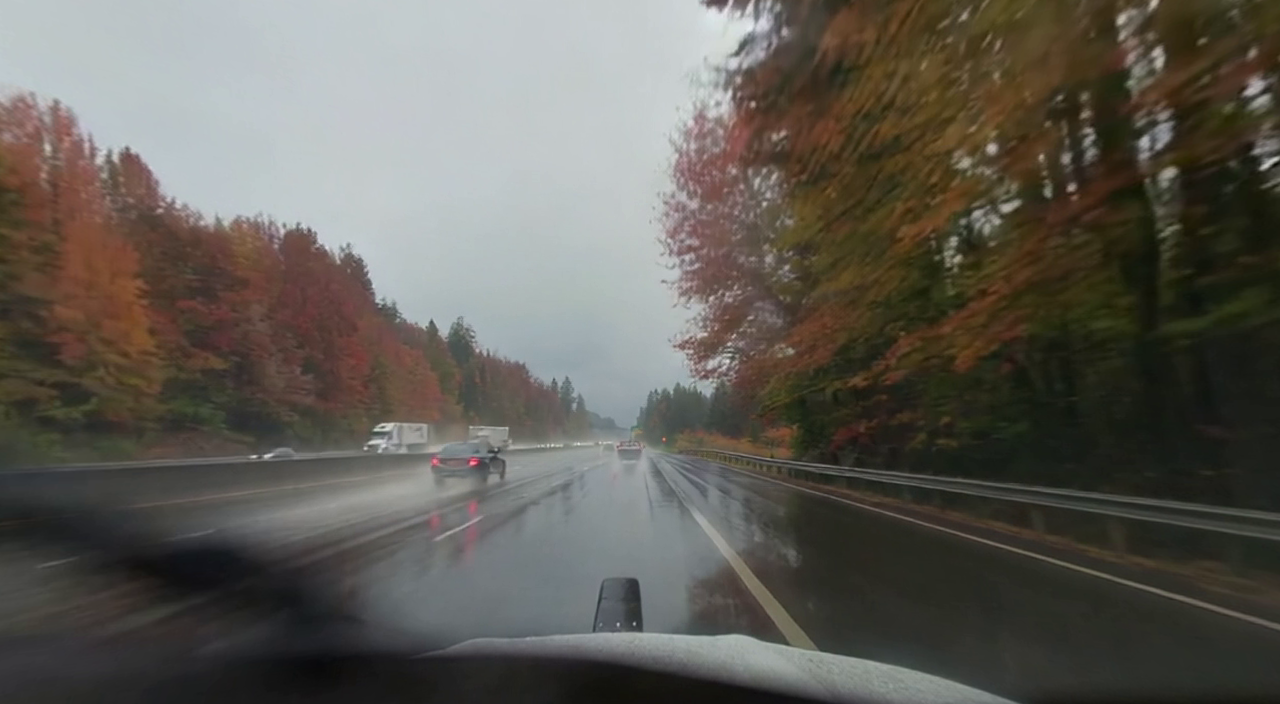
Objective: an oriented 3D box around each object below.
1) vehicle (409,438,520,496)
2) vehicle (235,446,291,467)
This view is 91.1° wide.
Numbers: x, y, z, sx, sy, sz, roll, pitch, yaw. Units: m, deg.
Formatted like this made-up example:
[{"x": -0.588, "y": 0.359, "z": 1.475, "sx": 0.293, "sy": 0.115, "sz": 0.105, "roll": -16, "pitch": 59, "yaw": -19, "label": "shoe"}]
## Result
[{"x": -4.986, "y": 3.288, "z": 18.560, "sx": 2.004, "sy": 1.497, "sz": 4.260, "roll": 0, "pitch": -8, "yaw": 1, "label": "vehicle"}, {"x": -29.186, "y": 8.093, "z": 48.780, "sx": 1.761, "sy": 1.477, "sz": 3.966, "roll": 0, "pitch": -8, "yaw": 1, "label": "vehicle"}]
